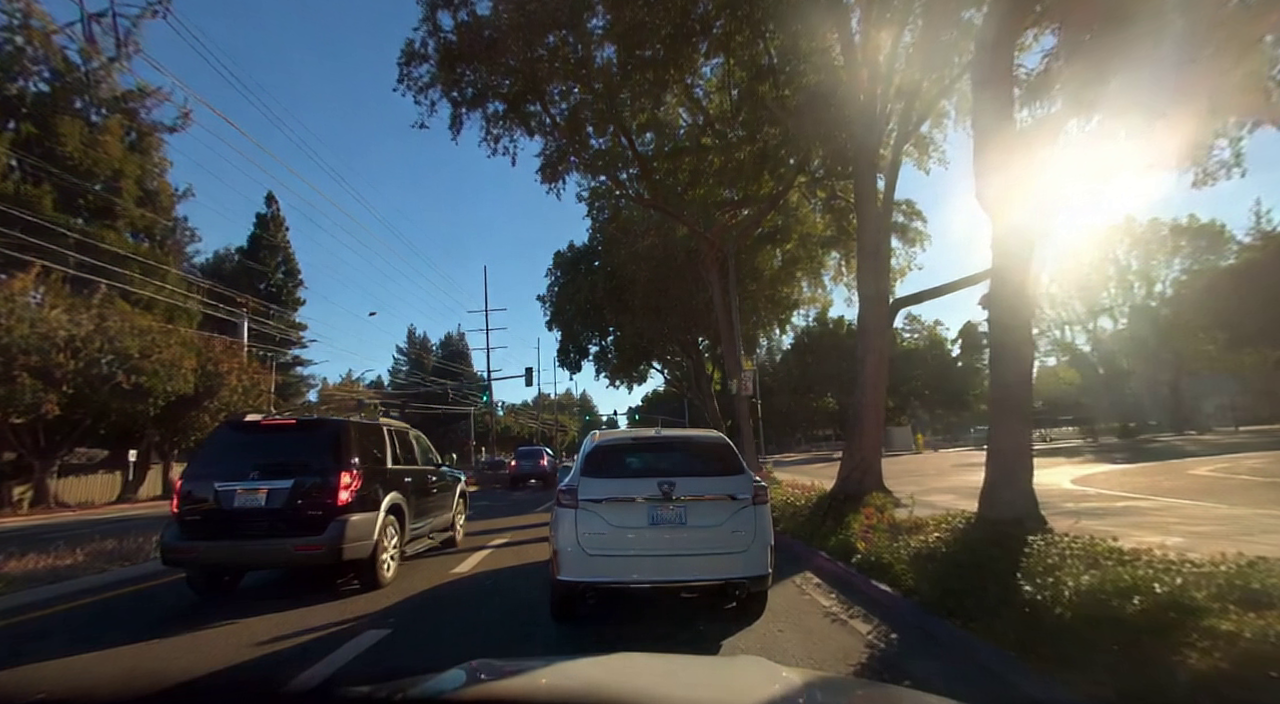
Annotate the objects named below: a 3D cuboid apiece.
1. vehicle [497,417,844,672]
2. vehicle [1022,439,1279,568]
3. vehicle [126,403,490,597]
[{"bbox_3d":[0.119,1.438,5.820,2.056,1.487,4.003,0,-9,-2],"label":"vehicle"},{"bbox_3d":[8.374,2.137,9.803,1.993,1.508,4.521,0,-9,-1],"label":"vehicle"},{"bbox_3d":[-3.476,1.635,7.849,2.105,1.706,4.337,0,-8,0],"label":"vehicle"}]
